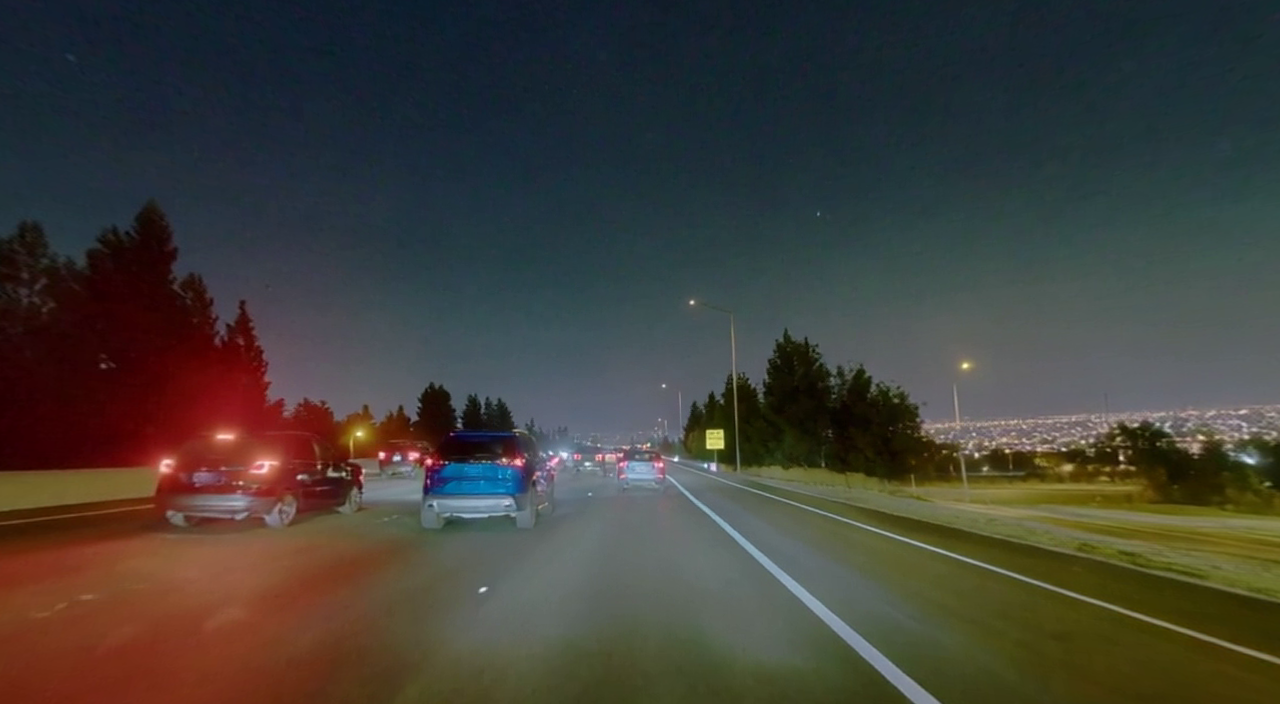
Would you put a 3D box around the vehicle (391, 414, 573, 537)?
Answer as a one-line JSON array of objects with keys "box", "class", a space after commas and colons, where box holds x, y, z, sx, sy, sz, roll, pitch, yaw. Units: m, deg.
[{"box": [-2.556, 2.144, 11.421, 2.123, 1.798, 4.108, 0, -9, 1], "class": "vehicle"}]

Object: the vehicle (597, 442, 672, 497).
[{"box": [-0.170, 3.569, 19.483, 2.068, 1.488, 4.045, 0, -9, 0], "class": "vehicle"}]

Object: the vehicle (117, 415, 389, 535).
[{"box": [-6.909, 2.249, 12.067, 2.162, 1.823, 4.566, 0, -9, 2], "class": "vehicle"}]
